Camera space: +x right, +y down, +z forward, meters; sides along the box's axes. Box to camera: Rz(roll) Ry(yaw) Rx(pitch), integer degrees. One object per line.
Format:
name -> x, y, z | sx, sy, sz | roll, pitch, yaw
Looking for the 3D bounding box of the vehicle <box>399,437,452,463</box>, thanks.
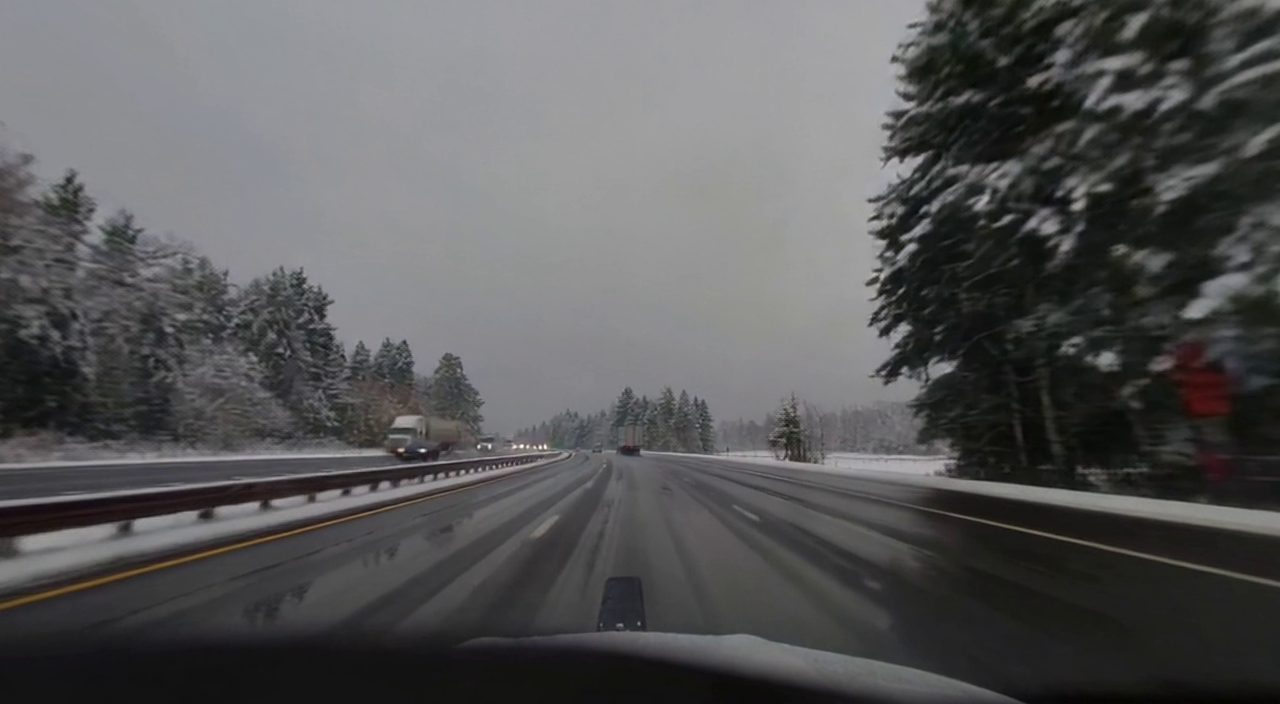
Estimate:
vehicle -> -12.950, 5.958, 38.335 | 1.831, 1.512, 4.262 | 0, -9, -2
